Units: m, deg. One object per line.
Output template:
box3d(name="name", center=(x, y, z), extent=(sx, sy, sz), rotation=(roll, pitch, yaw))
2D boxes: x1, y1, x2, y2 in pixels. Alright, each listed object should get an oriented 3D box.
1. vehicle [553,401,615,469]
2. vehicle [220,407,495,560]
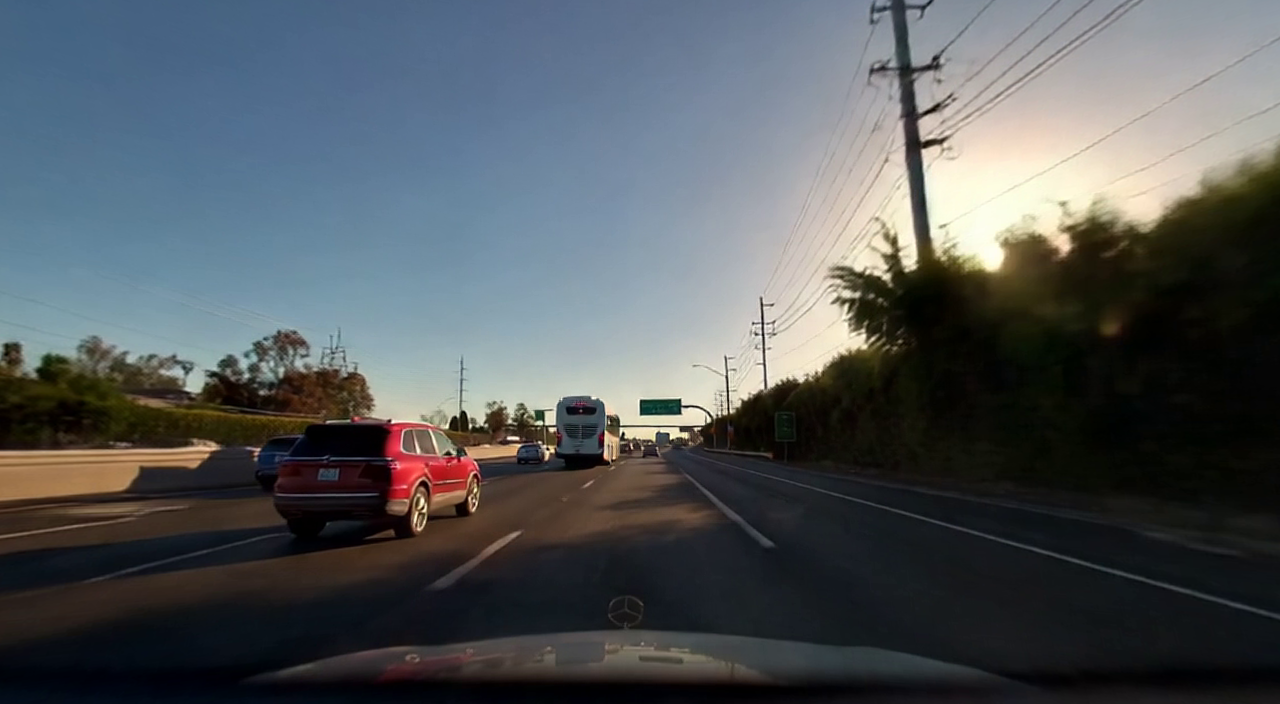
box3d(name="vehicle", center=(-3.312, 5.393, 40.515), extent=(2.964, 3.735, 11.465), rotation=(0, -8, 0))
box3d(name="vehicle", center=(-3.716, 1.812, 9.363), extent=(2.021, 1.730, 4.223), rotation=(0, -8, 1))
